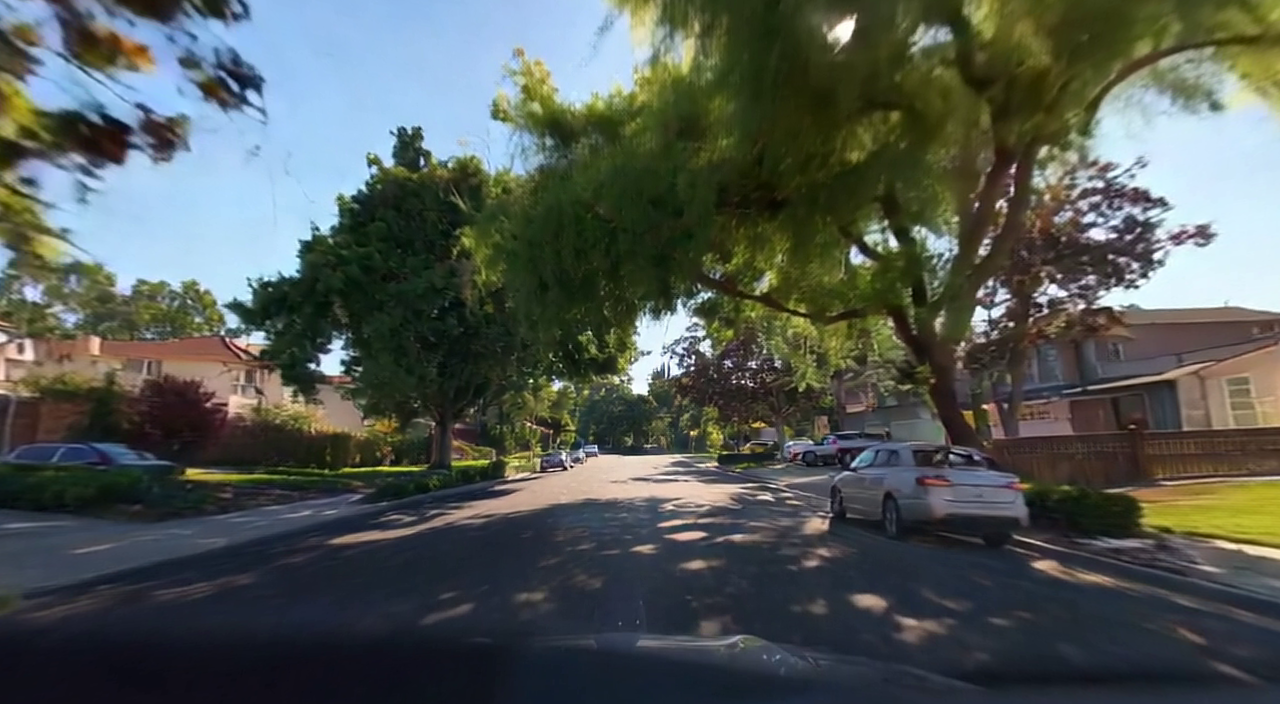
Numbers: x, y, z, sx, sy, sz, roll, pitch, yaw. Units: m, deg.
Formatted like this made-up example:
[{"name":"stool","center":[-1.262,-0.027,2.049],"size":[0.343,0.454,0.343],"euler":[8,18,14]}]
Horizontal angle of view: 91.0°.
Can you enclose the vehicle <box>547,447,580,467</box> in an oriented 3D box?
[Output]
[{"name":"vehicle","center":[-5.894,8.144,49.040],"size":[1.904,1.445,4.282],"euler":[-1,-9,3]}]

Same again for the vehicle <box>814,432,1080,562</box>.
[{"name":"vehicle","center":[4.260,2.054,9.708],"size":[2.011,1.521,4.292],"euler":[0,-9,1]}]
